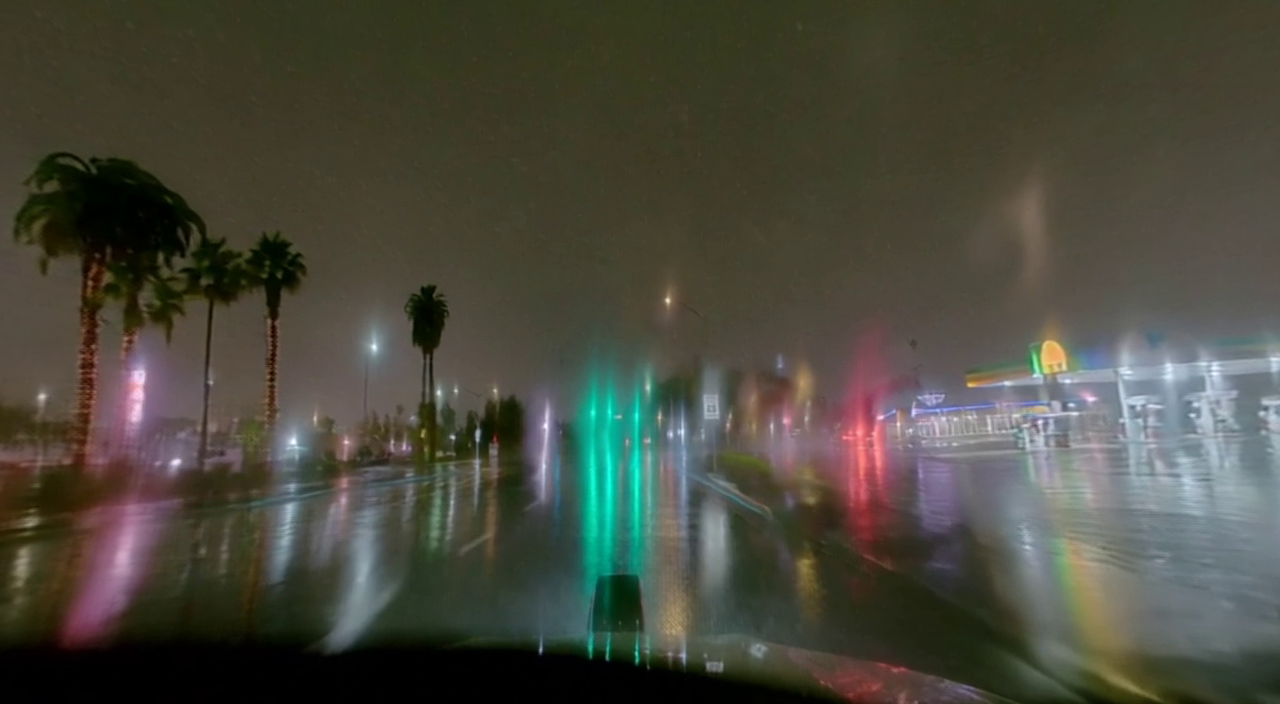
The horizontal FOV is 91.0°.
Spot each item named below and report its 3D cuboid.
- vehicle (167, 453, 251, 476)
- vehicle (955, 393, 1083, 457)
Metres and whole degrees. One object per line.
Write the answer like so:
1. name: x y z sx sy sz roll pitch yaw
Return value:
1. vehicle: -29.031 7.545 42.429 4.420 1.445 1.954 6 -11 -37
2. vehicle: 15.967 3.136 26.401 5.529 2.395 2.399 6 -10 -35
